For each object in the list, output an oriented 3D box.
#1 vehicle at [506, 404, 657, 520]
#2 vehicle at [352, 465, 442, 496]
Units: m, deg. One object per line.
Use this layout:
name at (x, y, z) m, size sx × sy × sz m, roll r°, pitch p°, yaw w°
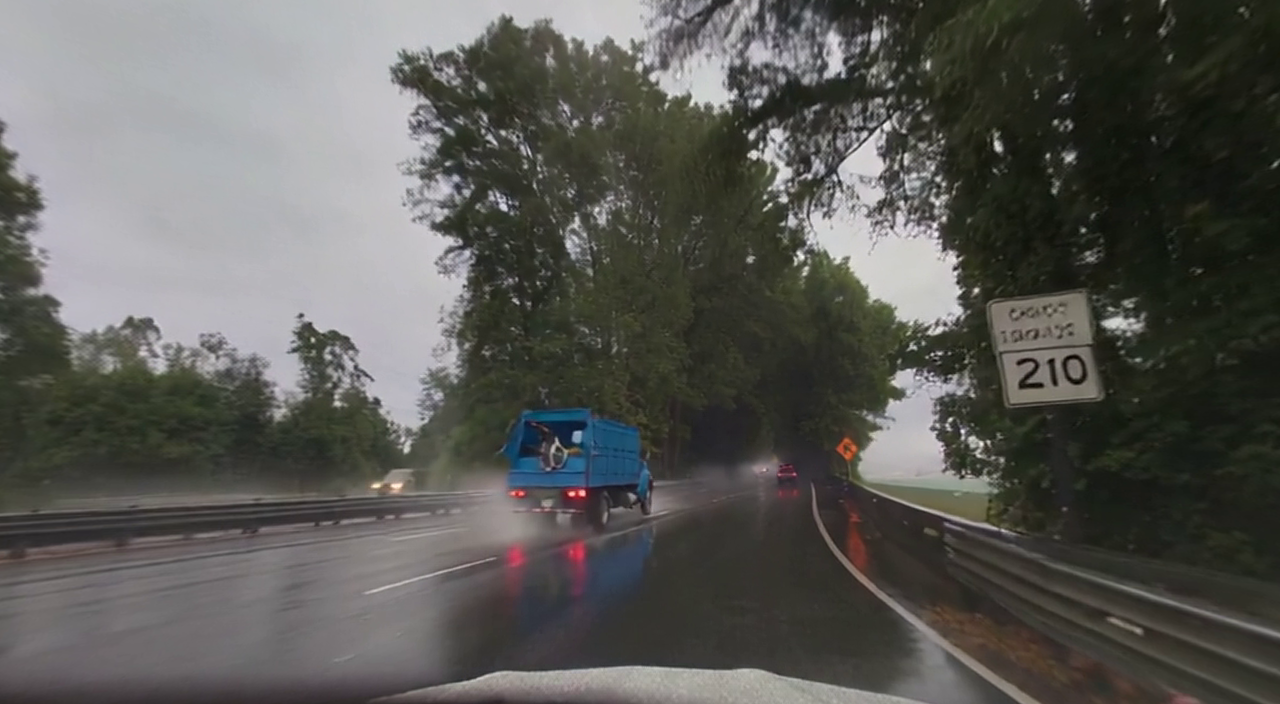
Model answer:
vehicle at (-1.590, 3.902, 21.891) m, size 2.841 × 3.244 × 7.689 m, roll -2°, pitch -12°, yaw 13°
vehicle at (-14.048, 7.491, 36.744) m, size 1.896 × 1.641 × 5.535 m, roll -3°, pitch -12°, yaw 15°
